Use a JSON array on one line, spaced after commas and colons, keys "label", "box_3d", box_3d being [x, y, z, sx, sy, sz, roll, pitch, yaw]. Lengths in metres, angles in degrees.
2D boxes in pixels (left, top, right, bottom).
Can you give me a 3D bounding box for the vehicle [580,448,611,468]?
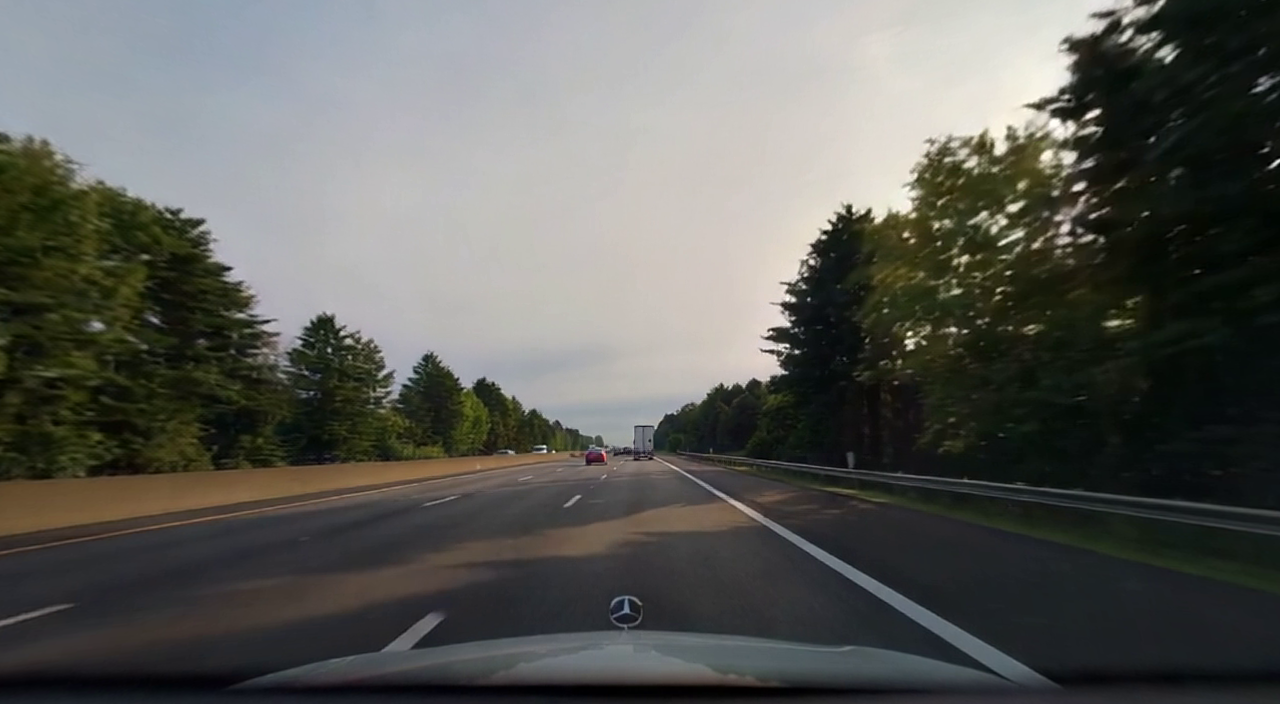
[{"label": "vehicle", "box_3d": [-3.423, 8.240, 49.165, 2.085, 1.506, 4.101, 0, -9, 0]}]
